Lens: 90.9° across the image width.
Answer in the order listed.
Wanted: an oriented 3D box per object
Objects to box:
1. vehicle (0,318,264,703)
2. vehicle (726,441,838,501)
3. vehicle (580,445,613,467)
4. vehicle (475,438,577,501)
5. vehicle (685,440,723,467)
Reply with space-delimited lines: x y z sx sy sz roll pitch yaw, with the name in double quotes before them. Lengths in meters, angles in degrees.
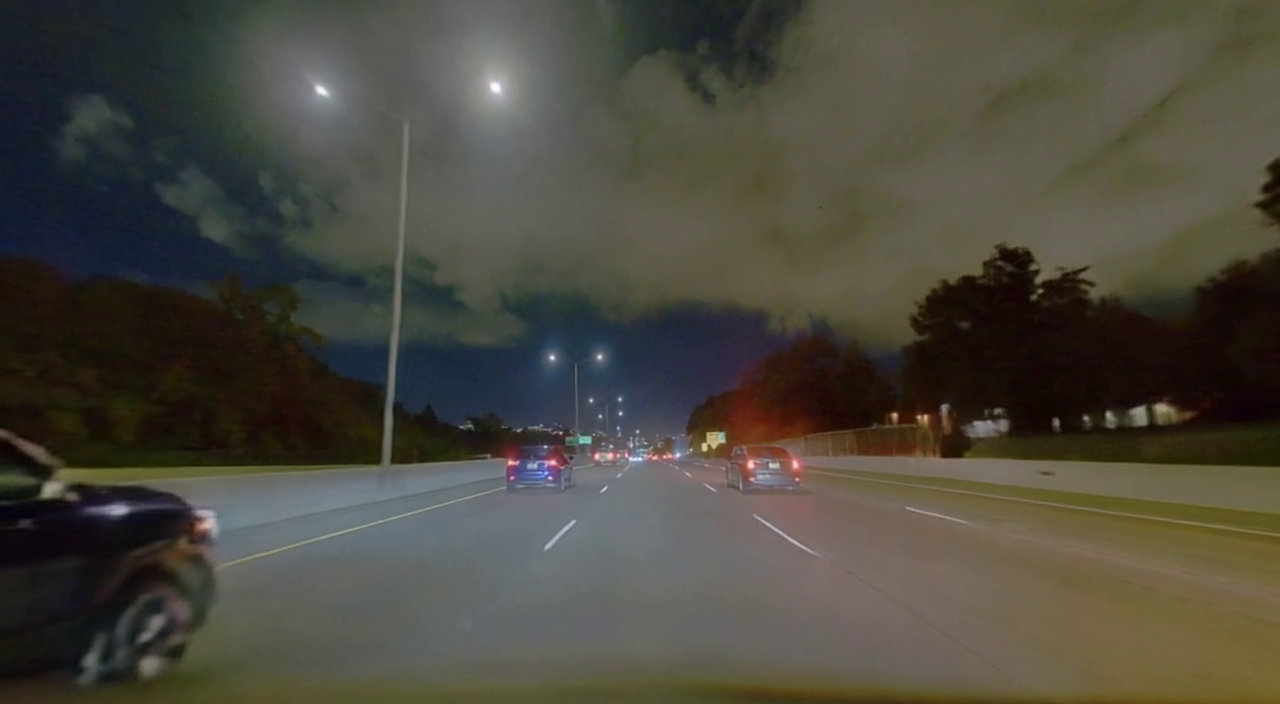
"vehicle" -3.437 0.650 1.490 2.139 1.764 4.707 0 -8 1
"vehicle" 3.823 3.287 17.971 2.040 1.461 4.822 0 -8 0
"vehicle" -3.208 7.714 46.950 2.099 1.494 4.504 0 -8 1
"vehicle" -3.195 3.404 18.792 1.974 1.589 5.047 -1 -8 1
"vehicle" 4.441 7.164 44.637 2.144 1.752 4.765 0 -8 0
